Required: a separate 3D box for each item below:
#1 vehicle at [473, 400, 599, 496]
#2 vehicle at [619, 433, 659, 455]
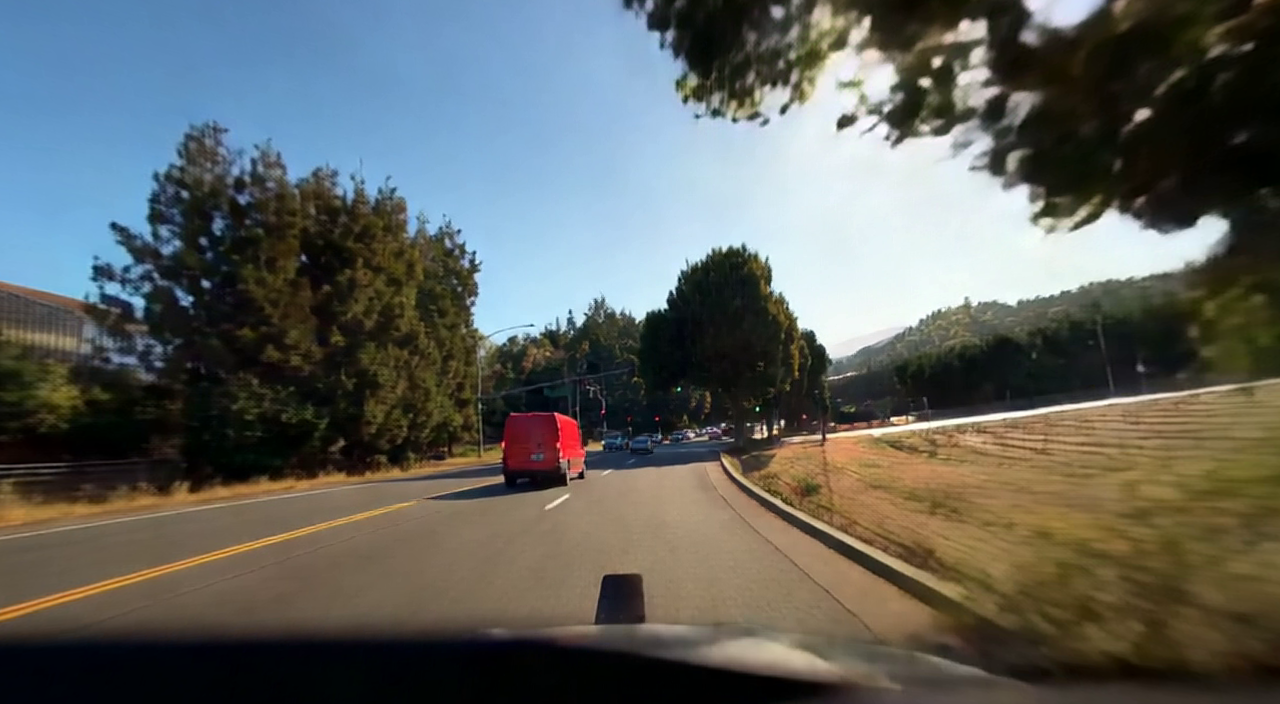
[{"bbox_3d":[-2.570,2.595,17.190,2.362,2.185,5.212,0,-8,2],"label":"vehicle"},{"bbox_3d":[0.006,6.641,45.292,2.088,1.484,4.572,-1,-8,11],"label":"vehicle"}]
